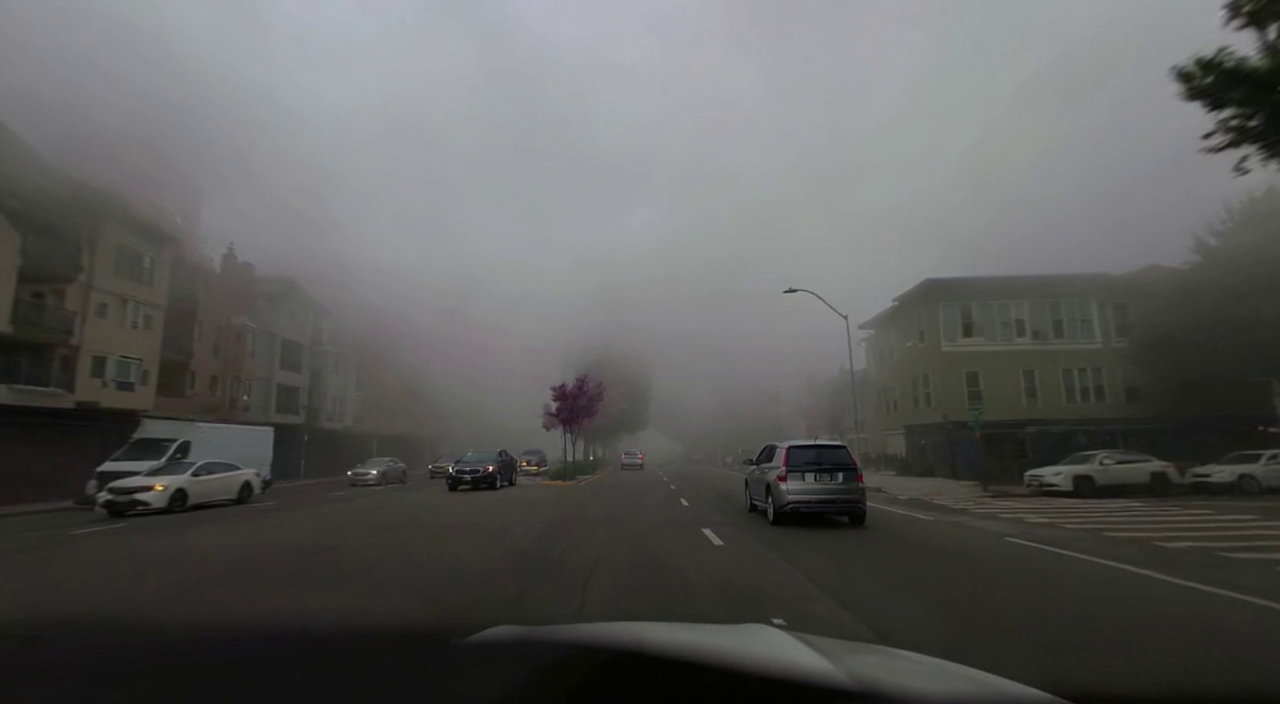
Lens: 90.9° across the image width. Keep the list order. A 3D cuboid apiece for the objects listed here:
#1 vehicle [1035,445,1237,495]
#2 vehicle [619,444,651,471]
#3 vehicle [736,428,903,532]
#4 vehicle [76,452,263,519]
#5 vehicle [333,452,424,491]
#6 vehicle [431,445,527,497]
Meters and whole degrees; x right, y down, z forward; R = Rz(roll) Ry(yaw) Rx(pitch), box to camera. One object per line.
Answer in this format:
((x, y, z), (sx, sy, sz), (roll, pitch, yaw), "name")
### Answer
((15.860, 3.756, 20.323), (4.855, 1.464, 2.100), (1, -9, -4), "vehicle")
((-0.341, 7.688, 46.114), (2.244, 1.813, 4.129), (0, -8, 0), "vehicle")
((3.400, 2.516, 13.030), (2.071, 1.747, 4.549), (0, -8, 0), "vehicle")
((-12.626, 3.558, 17.323), (1.886, 1.548, 4.077), (0, -8, 1), "vehicle")
((-11.341, 5.191, 27.736), (1.932, 1.521, 4.738), (0, -8, 1), "vehicle")
((-5.586, 4.148, 22.493), (2.012, 1.501, 4.626), (-2, -8, 3), "vehicle")
